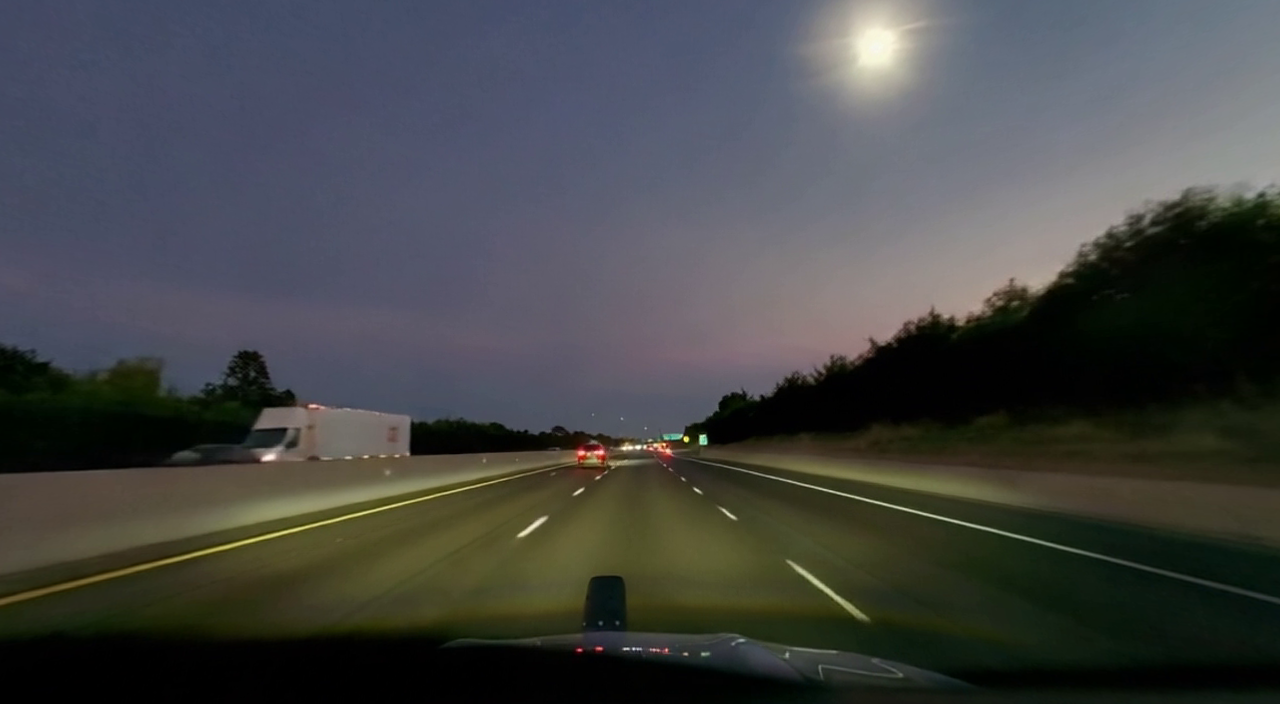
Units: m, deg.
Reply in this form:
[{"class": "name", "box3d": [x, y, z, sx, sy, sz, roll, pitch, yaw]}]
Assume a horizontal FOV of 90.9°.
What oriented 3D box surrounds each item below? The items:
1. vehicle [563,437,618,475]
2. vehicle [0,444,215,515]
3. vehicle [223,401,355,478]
[{"class": "vehicle", "box3d": [-2.265, 4.942, 30.011, 2.183, 1.662, 3.968, 0, -9, 1]}, {"class": "vehicle", "box3d": [-12.282, 2.885, 14.738, 1.869, 1.414, 4.059, 0, -9, -1]}, {"class": "vehicle", "box3d": [-20.264, 5.165, 37.008, 3.882, 4.112, 6.304, 0, -9, 0]}]
